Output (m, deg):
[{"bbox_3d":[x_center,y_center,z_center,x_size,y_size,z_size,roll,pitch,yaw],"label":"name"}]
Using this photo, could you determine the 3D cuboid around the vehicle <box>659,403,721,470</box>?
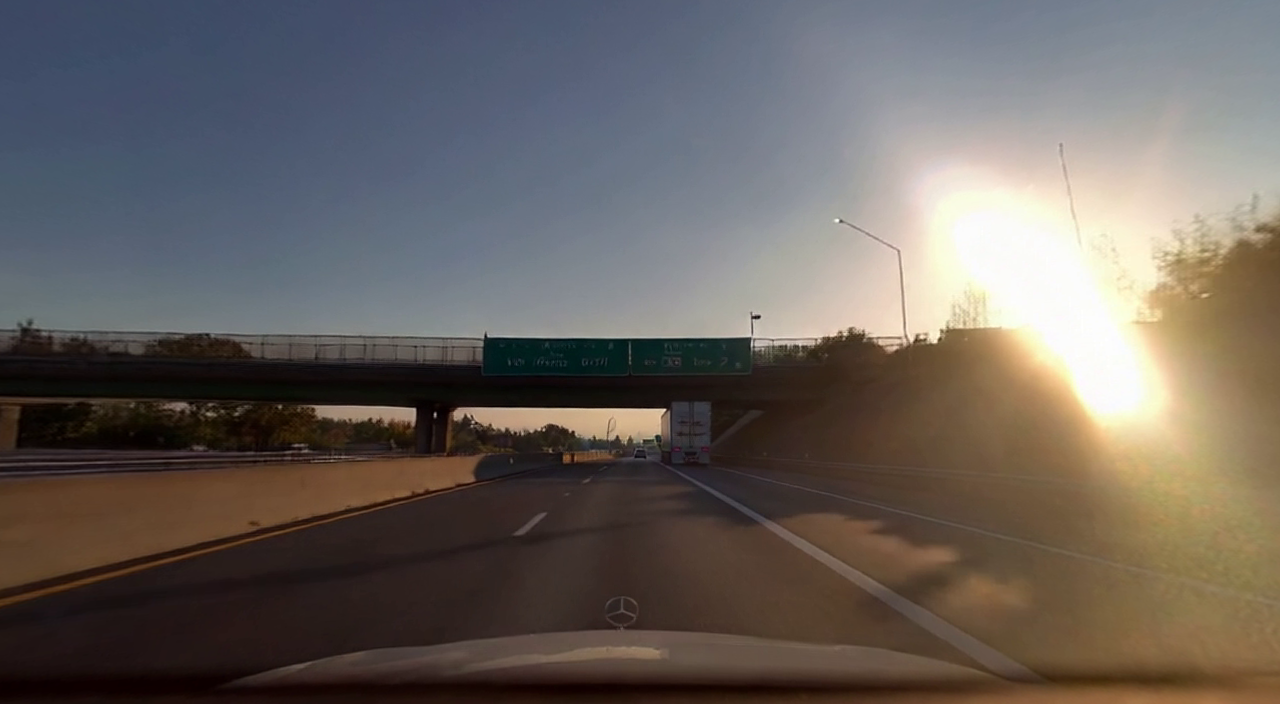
[{"bbox_3d":[3.243,6.241,45.429,3.244,4.020,14.561,0,-9,0],"label":"vehicle"}]
